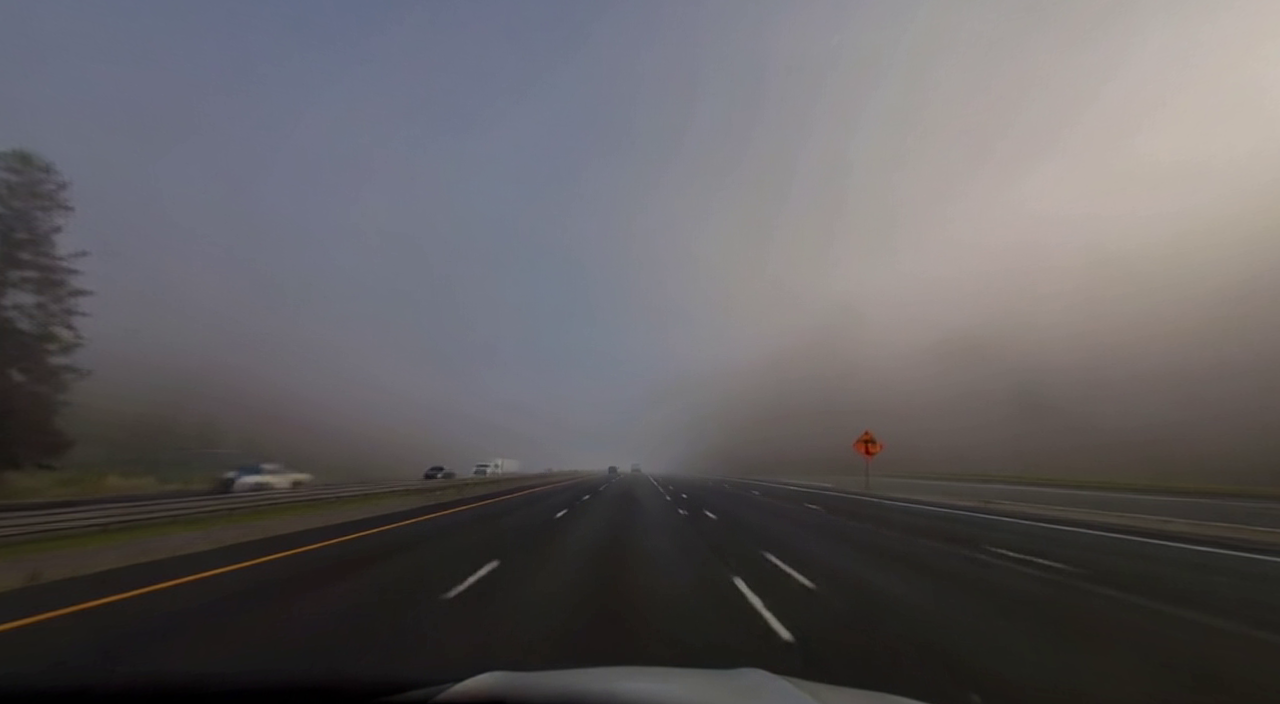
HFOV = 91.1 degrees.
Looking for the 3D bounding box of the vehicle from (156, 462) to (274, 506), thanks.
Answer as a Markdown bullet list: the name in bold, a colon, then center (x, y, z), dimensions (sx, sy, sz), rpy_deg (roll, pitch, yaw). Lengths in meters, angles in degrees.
- **vehicle**: center (-18.042, 5.617, 26.969), dimensions (2.041, 1.667, 4.171), rpy_deg (1, -10, 1)
